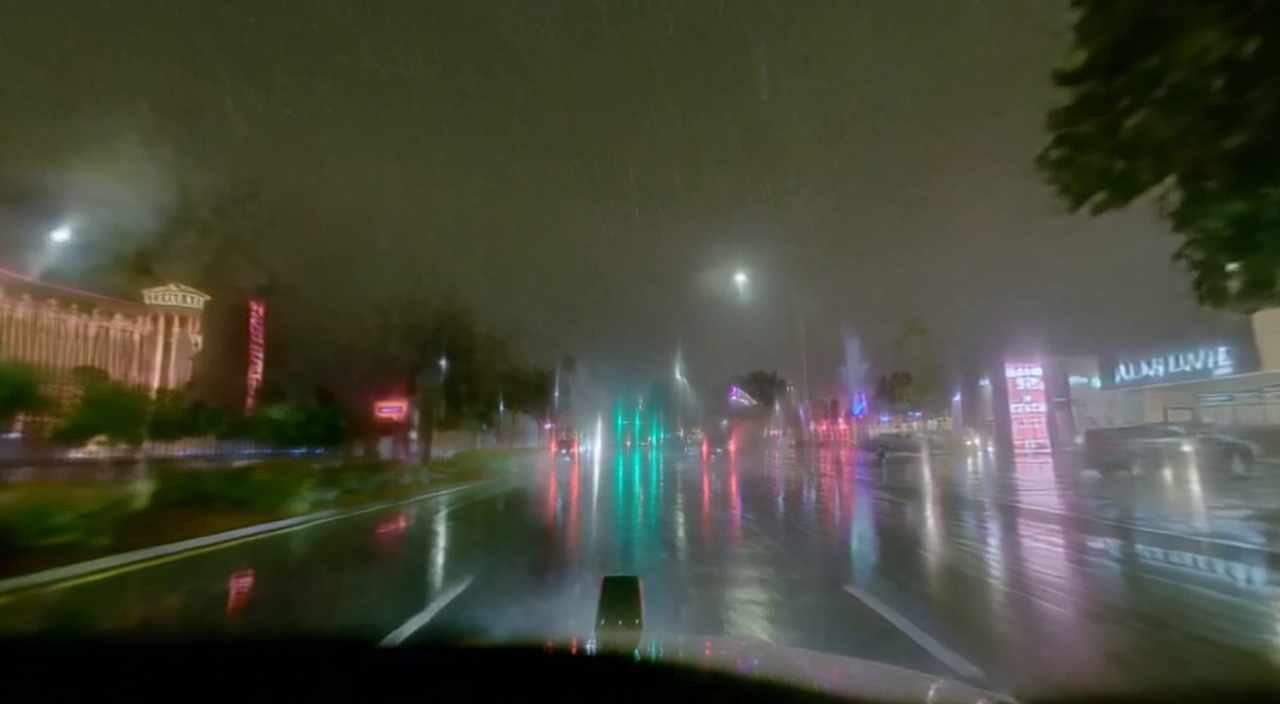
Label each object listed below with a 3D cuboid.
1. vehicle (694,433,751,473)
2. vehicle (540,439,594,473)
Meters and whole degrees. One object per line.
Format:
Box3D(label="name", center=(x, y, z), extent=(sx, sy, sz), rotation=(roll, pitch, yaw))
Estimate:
Box3D(label="vehicle", center=(3.916, 4.857, 30.566), extent=(2.083, 1.743, 4.354), rotation=(0, -8, -1))
Box3D(label="vehicle", center=(-3.324, 4.815, 29.485), extent=(2.005, 1.477, 4.169), rotation=(0, -8, 0))
